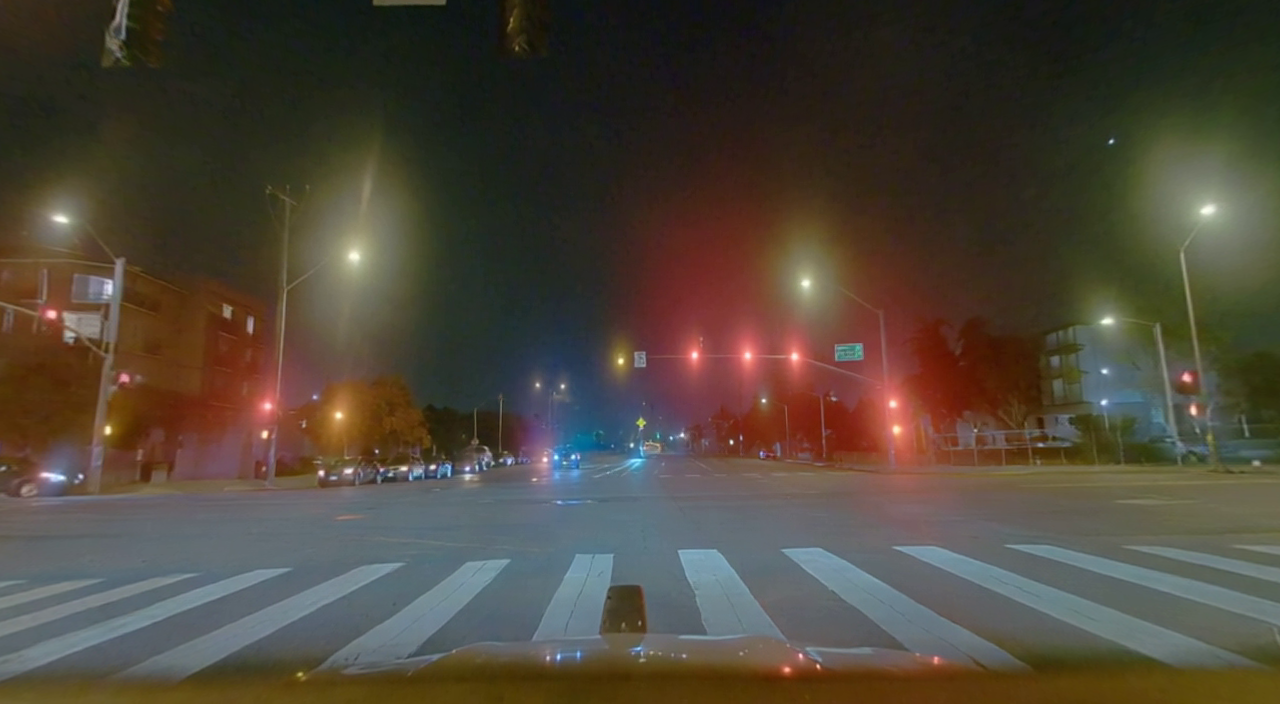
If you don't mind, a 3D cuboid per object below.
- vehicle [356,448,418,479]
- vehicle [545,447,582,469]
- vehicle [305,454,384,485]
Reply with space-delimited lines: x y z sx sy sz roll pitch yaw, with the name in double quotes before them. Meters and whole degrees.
"vehicle" -16.183 7.106 40.443 1.960 1.819 5.018 0 -9 -1
"vehicle" -5.693 7.932 47.162 2.154 1.501 4.416 0 -9 0
"vehicle" -16.094 6.382 34.497 2.055 1.506 4.663 0 -9 -1
